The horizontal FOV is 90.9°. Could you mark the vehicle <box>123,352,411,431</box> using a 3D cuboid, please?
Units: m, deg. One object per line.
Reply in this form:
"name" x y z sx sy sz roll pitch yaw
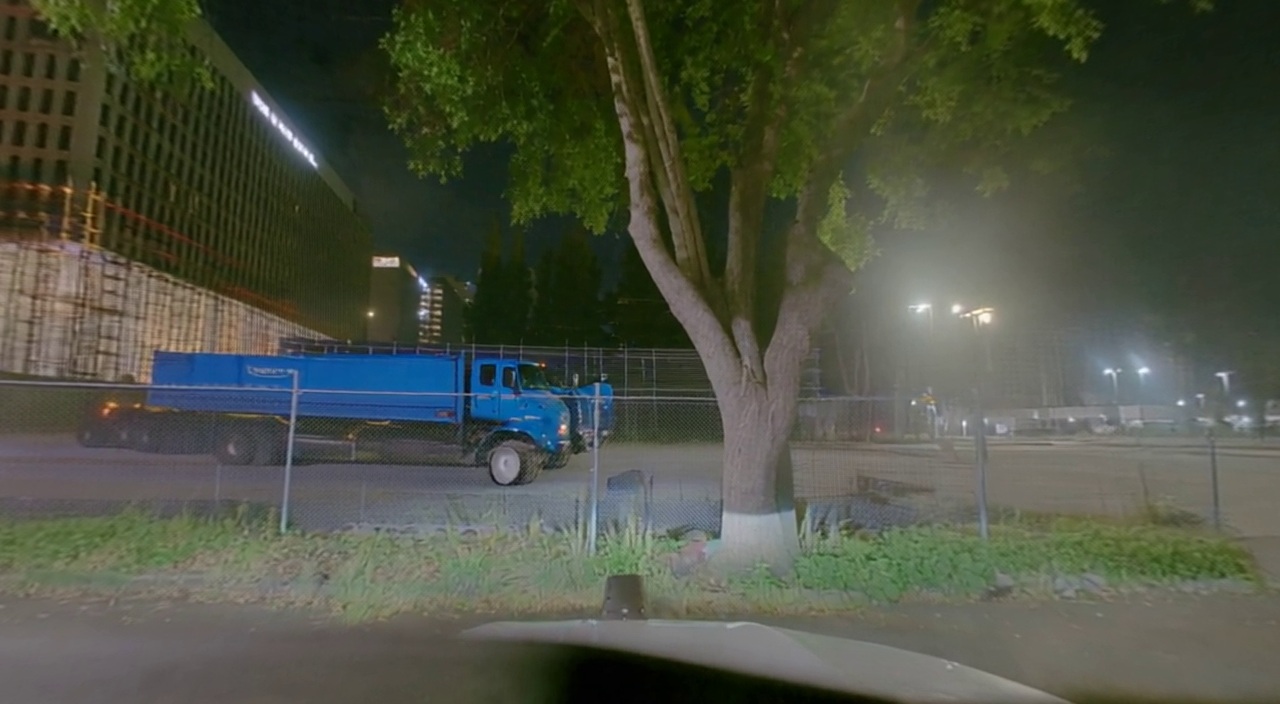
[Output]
"vehicle" -21.205 2.497 37.041 14.067 4.099 2.832 2 -8 -13
